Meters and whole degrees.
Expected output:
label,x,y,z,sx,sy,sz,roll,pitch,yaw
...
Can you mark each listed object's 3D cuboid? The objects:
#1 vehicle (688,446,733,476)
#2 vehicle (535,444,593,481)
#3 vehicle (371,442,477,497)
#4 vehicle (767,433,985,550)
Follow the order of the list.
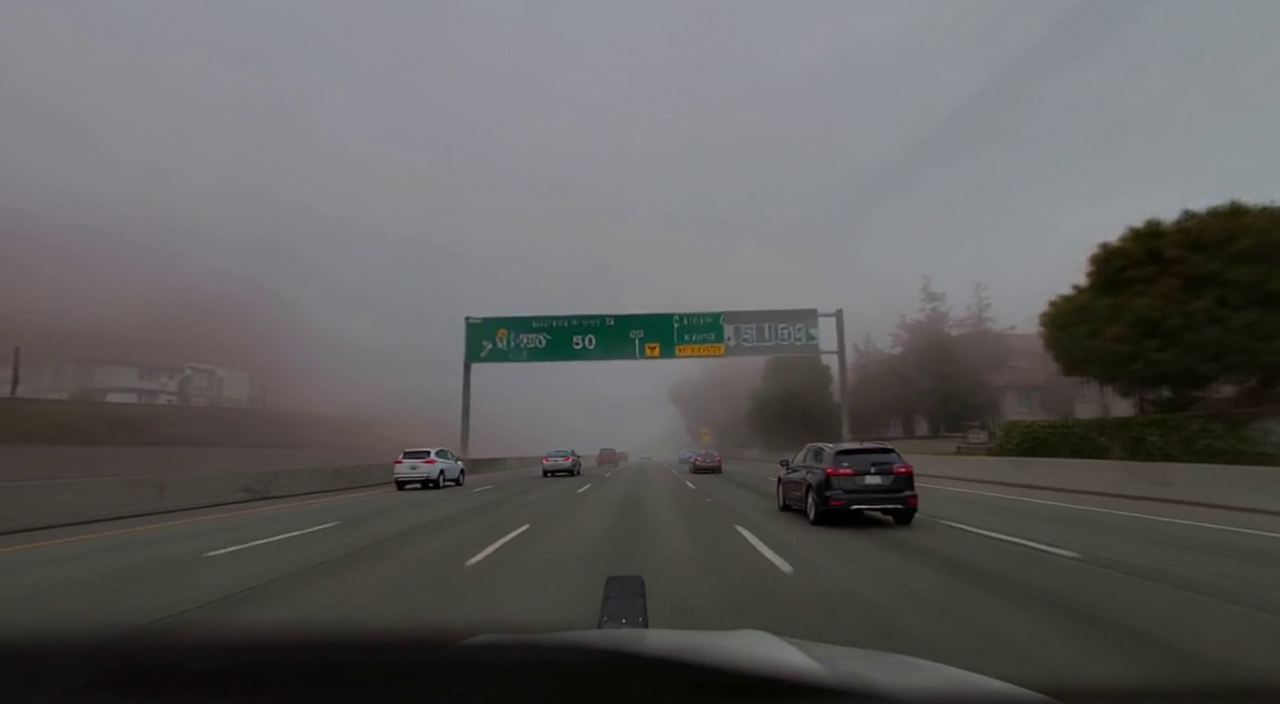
label,x,y,z,sx,sy,sz,roll,pitch,yaw
vehicle,3.595,5.662,32.913,1.854,1.438,3.954,0,-8,0
vehicle,-3.458,5.136,29.637,2.136,1.571,4.285,0,-8,1
vehicle,-7.283,3.961,21.754,2.057,1.681,4.277,0,-8,1
vehicle,3.523,2.137,10.425,1.912,1.509,4.291,0,-8,0
